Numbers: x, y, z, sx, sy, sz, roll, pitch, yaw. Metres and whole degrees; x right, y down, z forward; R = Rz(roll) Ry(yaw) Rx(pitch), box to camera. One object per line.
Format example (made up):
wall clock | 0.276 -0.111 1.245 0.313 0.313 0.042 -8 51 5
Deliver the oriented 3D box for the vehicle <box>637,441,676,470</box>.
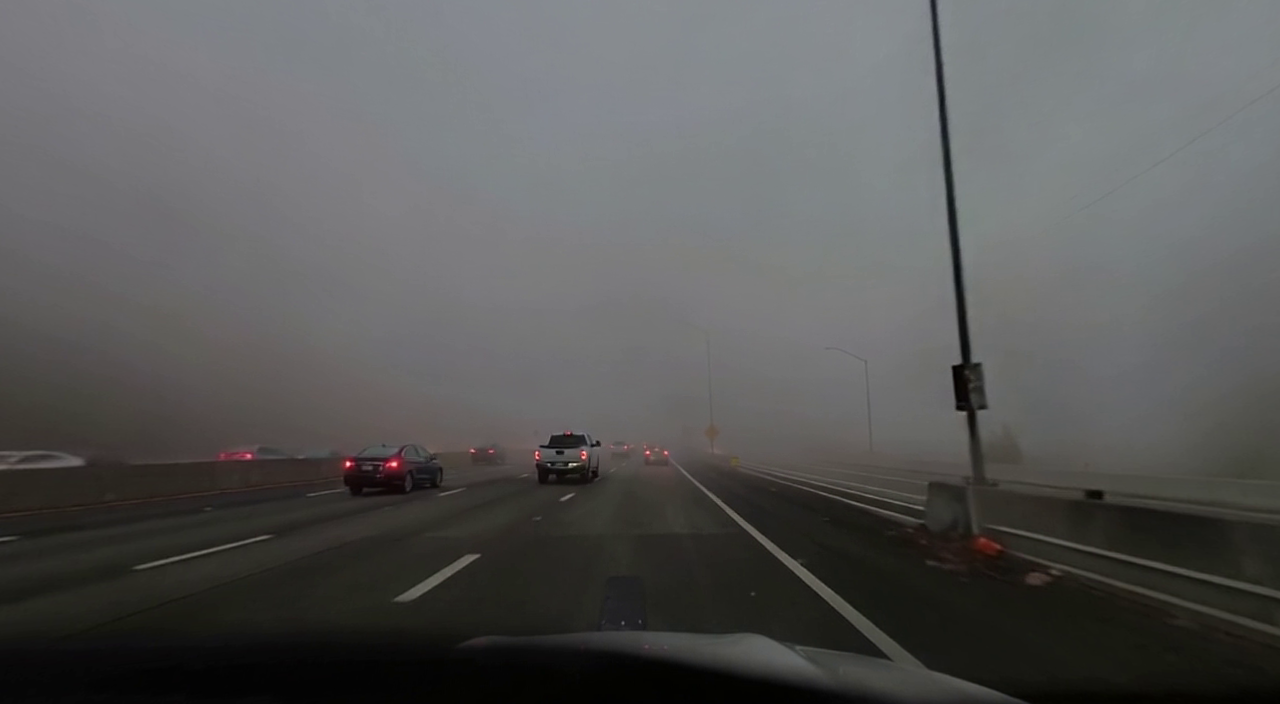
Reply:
vehicle | 0.861 5.582 34.148 2.013 1.444 4.447 0 -8 1

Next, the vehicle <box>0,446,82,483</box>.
vehicle | -28.152 4.978 27.930 1.805 1.574 5.082 0 -8 2

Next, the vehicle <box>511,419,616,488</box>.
vehicle | -2.481 3.610 22.626 2.815 2.092 6.526 0 -8 1

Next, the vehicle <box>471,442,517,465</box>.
vehicle | -9.847 6.862 42.745 1.915 1.472 4.502 0 -8 2

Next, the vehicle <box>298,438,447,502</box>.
vehicle | -6.974 3.090 16.993 1.964 1.481 4.425 0 -8 2

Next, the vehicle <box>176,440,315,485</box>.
vehicle | -14.278 4.006 23.150 1.938 1.475 4.760 0 -8 2
